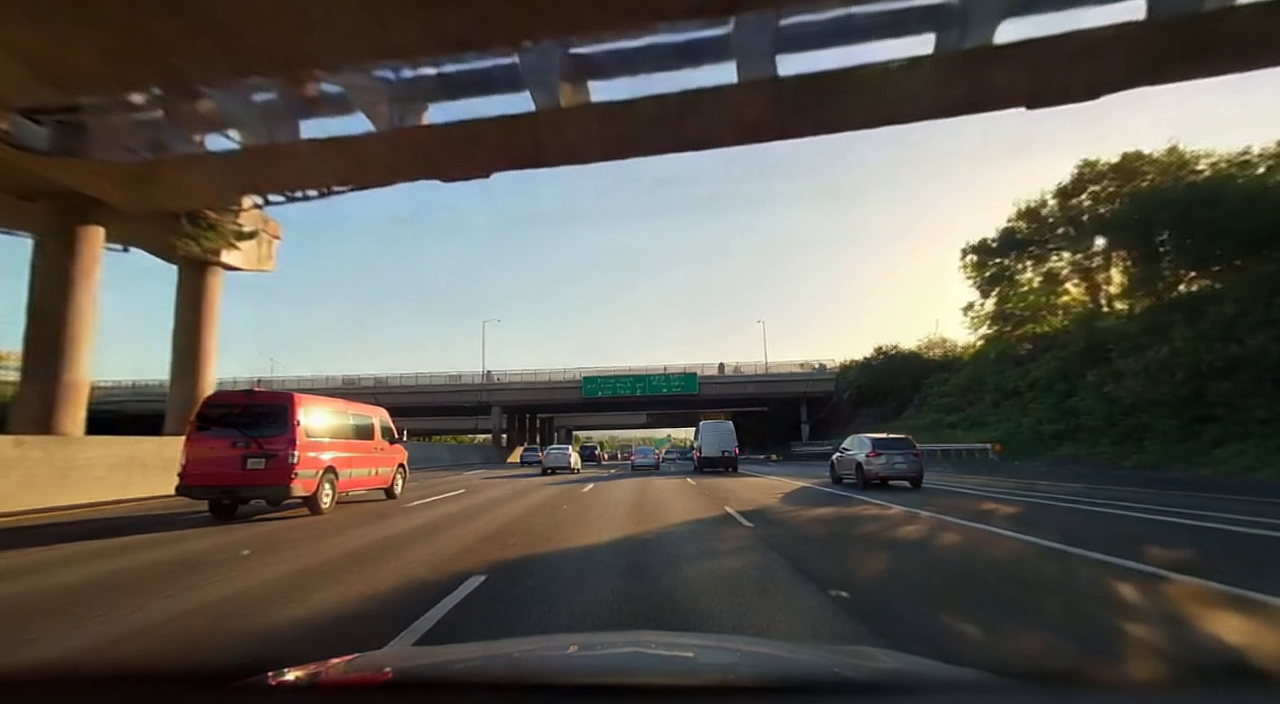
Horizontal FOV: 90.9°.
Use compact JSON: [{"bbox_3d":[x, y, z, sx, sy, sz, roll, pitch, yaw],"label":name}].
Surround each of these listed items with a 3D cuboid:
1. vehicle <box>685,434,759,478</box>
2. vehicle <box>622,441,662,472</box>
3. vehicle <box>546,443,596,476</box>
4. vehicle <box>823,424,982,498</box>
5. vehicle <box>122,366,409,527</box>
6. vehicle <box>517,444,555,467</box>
[{"bbox_3d":[3.720,4.899,30.019,2.777,1.895,5.710,0,-8,0],"label":"vehicle"},{"bbox_3d":[0.115,5.933,36.024,2.115,1.617,4.102,0,-8,0],"label":"vehicle"},{"bbox_3d":[-3.344,5.288,31.328,1.970,1.483,4.071,-1,-8,1],"label":"vehicle"},{"bbox_3d":[7.454,3.175,18.815,2.304,1.840,5.706,0,-8,0],"label":"vehicle"},{"bbox_3d":[-7.527,2.062,13.961,2.336,2.708,6.421,0,-8,0],"label":"vehicle"},{"bbox_3d":[-7.459,7.473,45.635,1.961,1.562,4.301,0,-8,1],"label":"vehicle"}]
